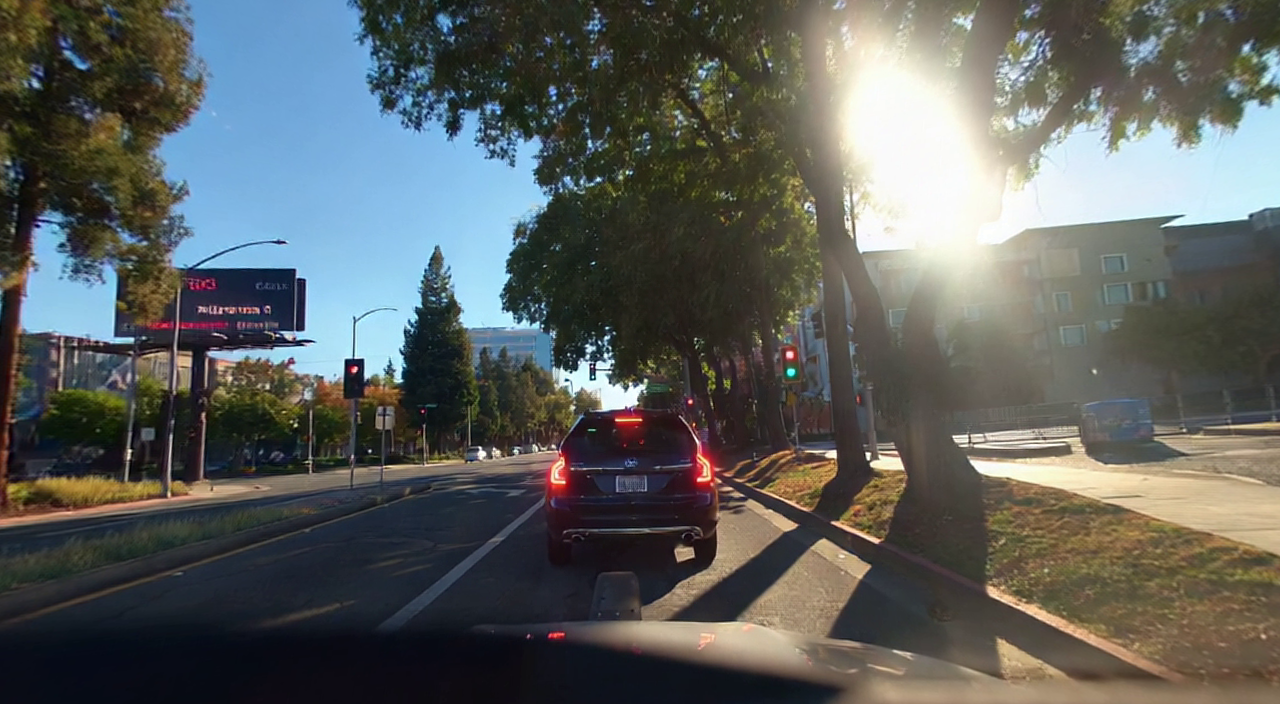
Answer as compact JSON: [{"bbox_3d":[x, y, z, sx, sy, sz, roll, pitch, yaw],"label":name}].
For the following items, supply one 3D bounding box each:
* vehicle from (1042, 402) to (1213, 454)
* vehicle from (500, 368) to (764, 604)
[{"bbox_3d":[15.266,2.447,19.947,3.750,1.502,1.781,-2,-8,13],"label":"vehicle"},{"bbox_3d":[-0.065,1.362,7.135,2.142,1.904,3.816,-1,-8,0],"label":"vehicle"}]
